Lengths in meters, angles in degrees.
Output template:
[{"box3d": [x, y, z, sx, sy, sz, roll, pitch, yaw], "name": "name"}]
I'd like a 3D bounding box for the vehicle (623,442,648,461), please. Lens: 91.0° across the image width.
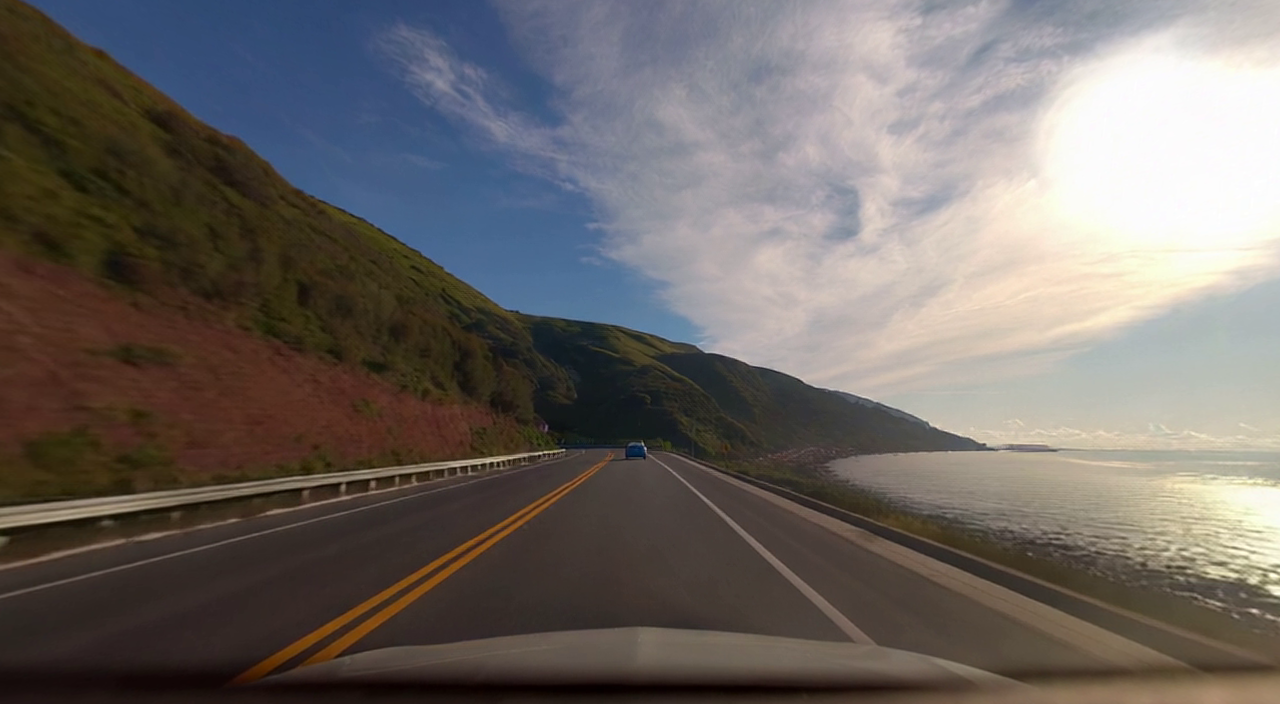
[{"box3d": [-0.355, 7.773, 49.260, 1.912, 1.430, 3.811, 0, -8, -1], "name": "vehicle"}]
